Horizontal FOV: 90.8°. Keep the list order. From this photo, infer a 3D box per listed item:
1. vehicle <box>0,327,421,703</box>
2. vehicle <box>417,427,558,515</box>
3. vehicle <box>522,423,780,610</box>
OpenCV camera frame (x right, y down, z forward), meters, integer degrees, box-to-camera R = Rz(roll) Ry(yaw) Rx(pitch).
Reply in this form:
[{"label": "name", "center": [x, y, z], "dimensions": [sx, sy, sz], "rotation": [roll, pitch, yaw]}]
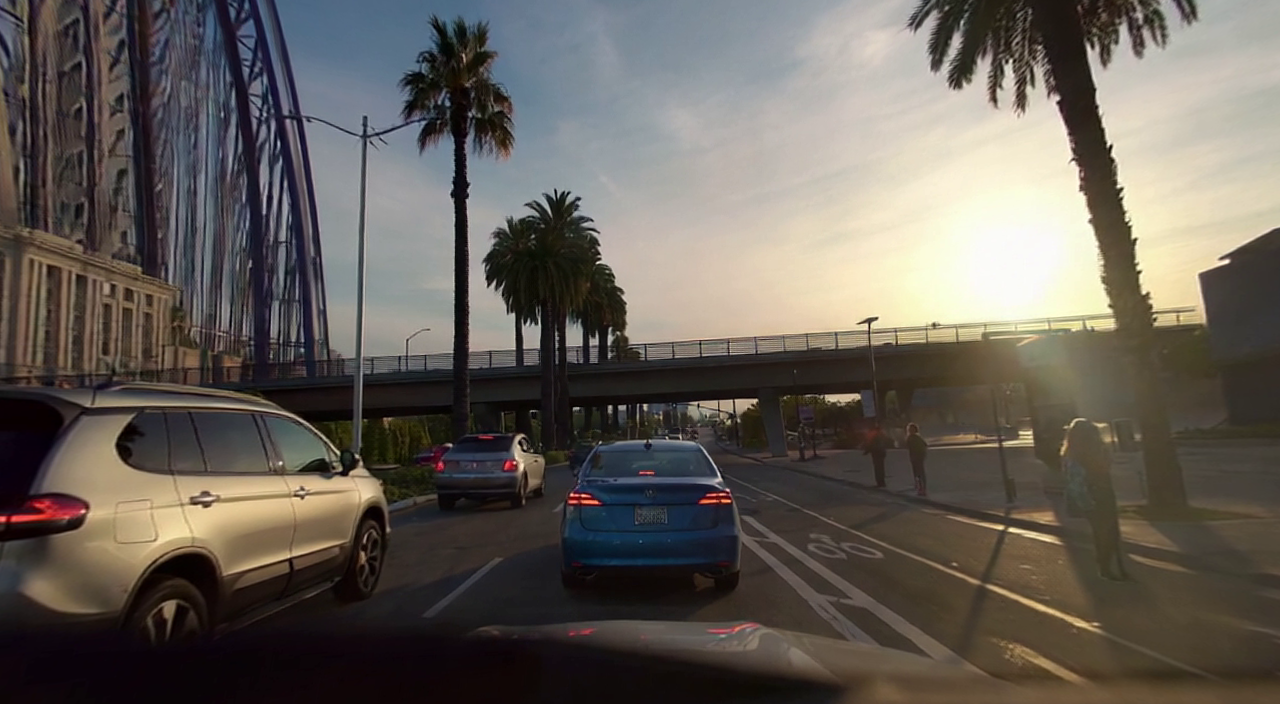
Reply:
[{"label": "vehicle", "center": [-3.260, 1.070, 4.127], "dimensions": [2.014, 1.740, 4.359], "rotation": [0, -9, 1]}, {"label": "vehicle", "center": [-3.148, 2.556, 14.001], "dimensions": [1.955, 1.637, 4.032], "rotation": [0, -9, 2]}, {"label": "vehicle", "center": [0.062, 1.614, 7.139], "dimensions": [2.036, 1.461, 4.129], "rotation": [0, -8, -1]}]
